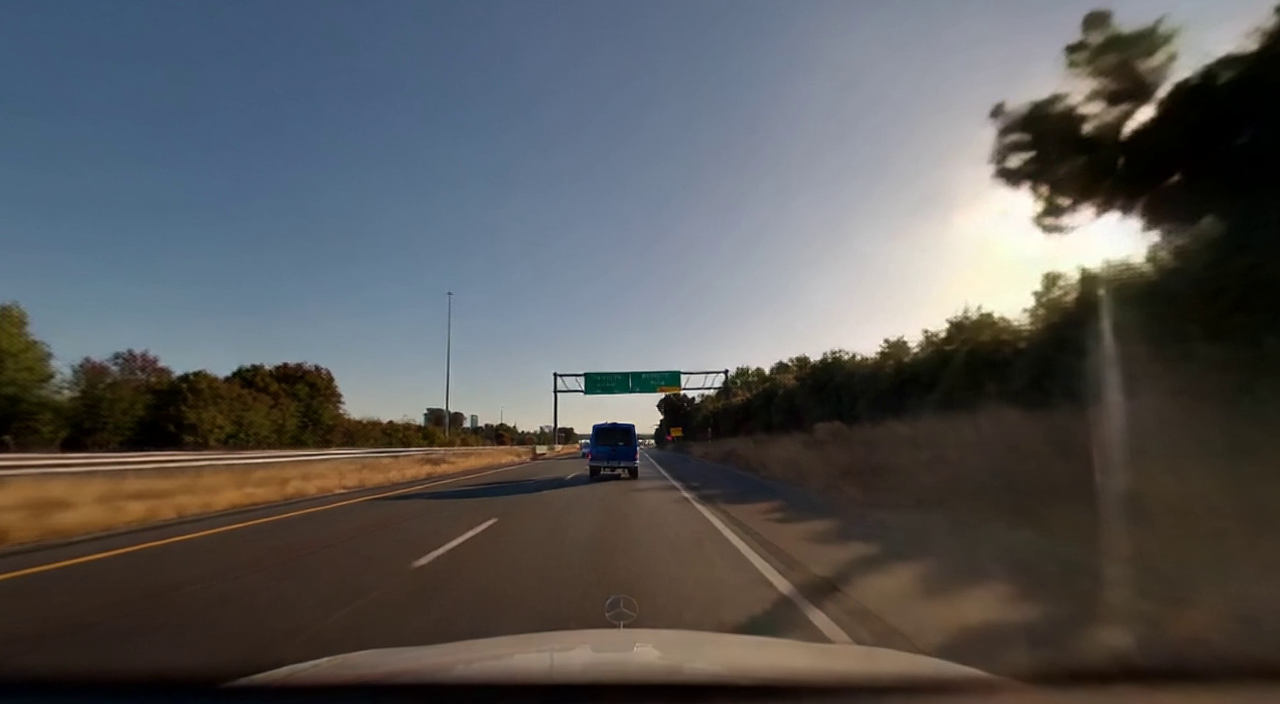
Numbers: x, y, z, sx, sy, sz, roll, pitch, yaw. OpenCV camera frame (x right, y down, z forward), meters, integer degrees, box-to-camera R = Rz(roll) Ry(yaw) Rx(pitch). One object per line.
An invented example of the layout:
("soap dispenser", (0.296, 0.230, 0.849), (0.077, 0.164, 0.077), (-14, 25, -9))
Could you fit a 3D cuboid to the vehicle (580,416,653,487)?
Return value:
("vehicle", (-0.764, 3.437, 21.933), (2.248, 2.154, 4.892), (0, -8, -1))
